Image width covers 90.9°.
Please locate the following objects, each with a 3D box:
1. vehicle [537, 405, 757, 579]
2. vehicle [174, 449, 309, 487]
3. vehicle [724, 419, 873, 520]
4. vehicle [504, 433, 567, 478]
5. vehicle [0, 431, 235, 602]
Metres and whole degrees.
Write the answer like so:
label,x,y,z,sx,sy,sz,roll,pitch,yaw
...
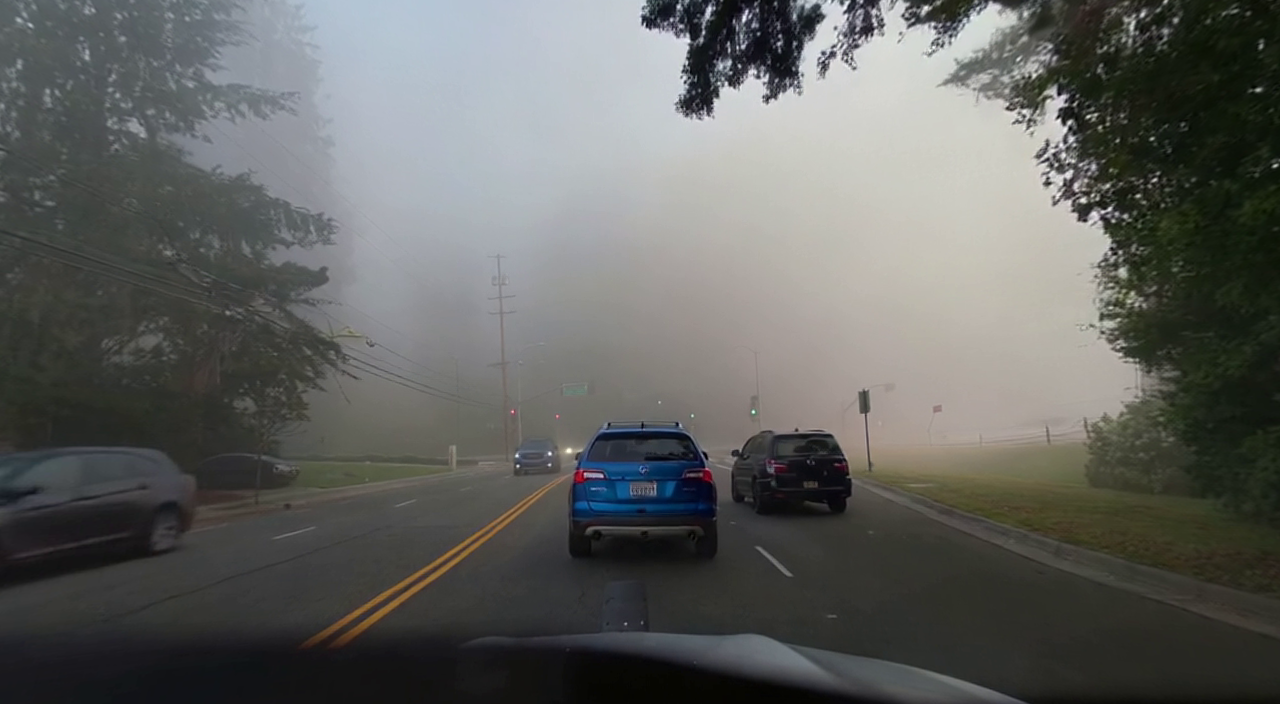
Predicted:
label,x,y,z,sx,sy,sz,roll,pitch,yaw
vehicle,0.054,1.676,8.321,2.151,1.695,4.100,0,-8,0
vehicle,-16.117,4.678,25.644,4.245,1.446,1.827,0,-8,1
vehicle,3.075,2.382,13.283,1.967,1.756,4.281,0,-8,-1
vehicle,-4.920,4.977,30.511,2.138,1.938,5.584,0,-8,-1
vehicle,-7.311,1.854,7.771,1.985,1.672,3.960,0,-8,0
